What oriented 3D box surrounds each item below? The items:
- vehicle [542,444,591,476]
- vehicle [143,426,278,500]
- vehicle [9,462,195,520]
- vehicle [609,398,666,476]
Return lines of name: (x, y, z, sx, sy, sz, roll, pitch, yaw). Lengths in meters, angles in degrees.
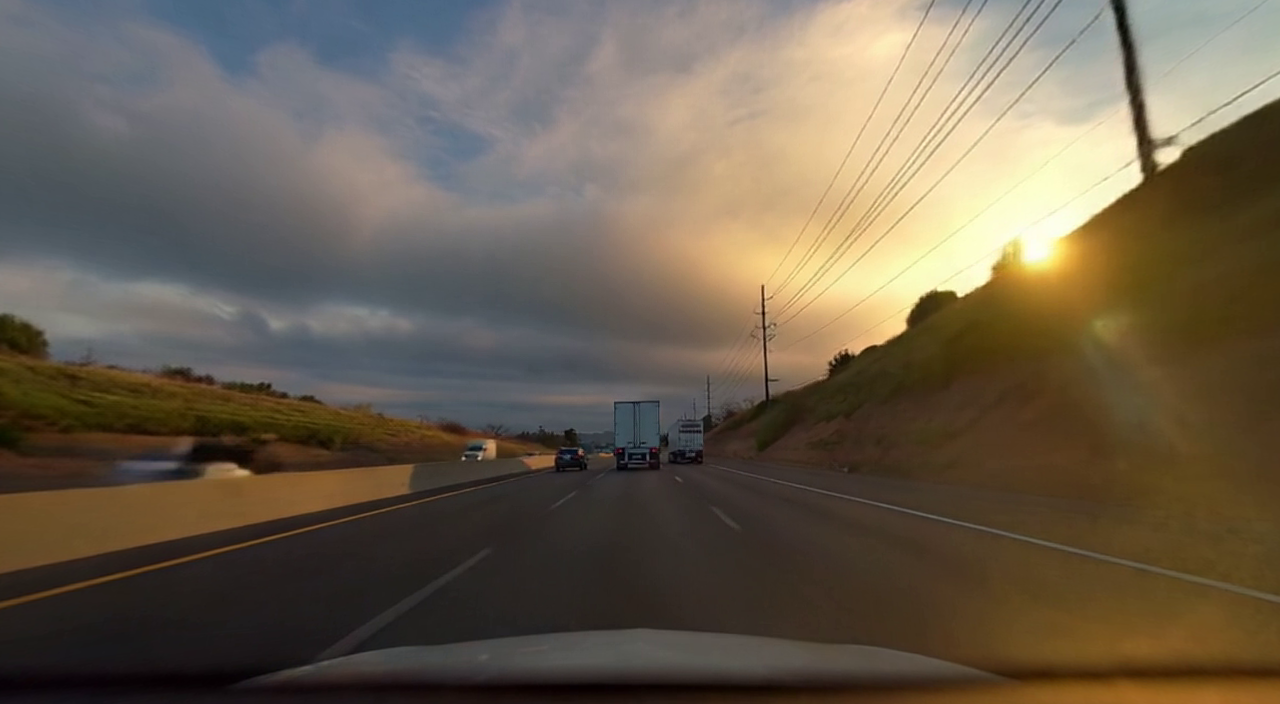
vehicle: (-4.079, 6.064, 35.686, 2.170, 1.657, 4.573, 0, -9, 1)
vehicle: (-17.230, 4.470, 25.681, 2.348, 2.689, 4.216, 0, -9, 1)
vehicle: (-17.053, 4.387, 20.402, 1.870, 1.513, 4.752, 0, -9, -1)
vehicle: (-0.065, 5.273, 38.362, 2.985, 4.025, 10.982, 0, -9, 1)
